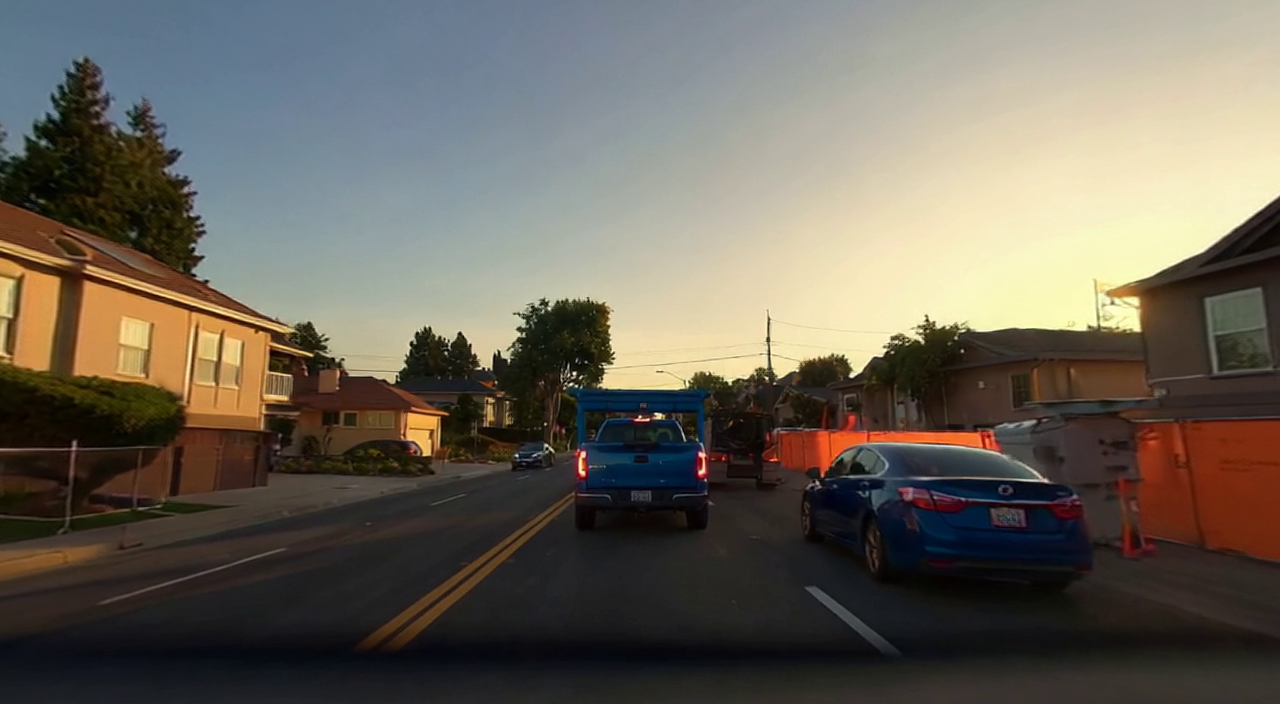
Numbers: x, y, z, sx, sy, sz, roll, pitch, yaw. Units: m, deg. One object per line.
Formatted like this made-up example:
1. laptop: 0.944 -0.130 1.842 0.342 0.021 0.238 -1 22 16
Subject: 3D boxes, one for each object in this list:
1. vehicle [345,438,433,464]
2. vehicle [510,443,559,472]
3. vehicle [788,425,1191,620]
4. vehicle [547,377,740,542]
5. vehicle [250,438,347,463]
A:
1. vehicle: -15.012 5.945 37.739 4.490 1.500 1.875 0 -8 -2
2. vehicle: -5.940 5.970 35.880 1.953 1.528 4.492 0 -8 1
3. vehicle: 3.257 1.659 7.182 2.010 1.499 4.481 0 -8 0
4. vehicle: 0.083 2.005 12.270 2.751 2.361 6.347 0 -8 1
5. vehicle: -20.321 5.878 37.446 4.706 1.468 1.817 -1 -8 3
